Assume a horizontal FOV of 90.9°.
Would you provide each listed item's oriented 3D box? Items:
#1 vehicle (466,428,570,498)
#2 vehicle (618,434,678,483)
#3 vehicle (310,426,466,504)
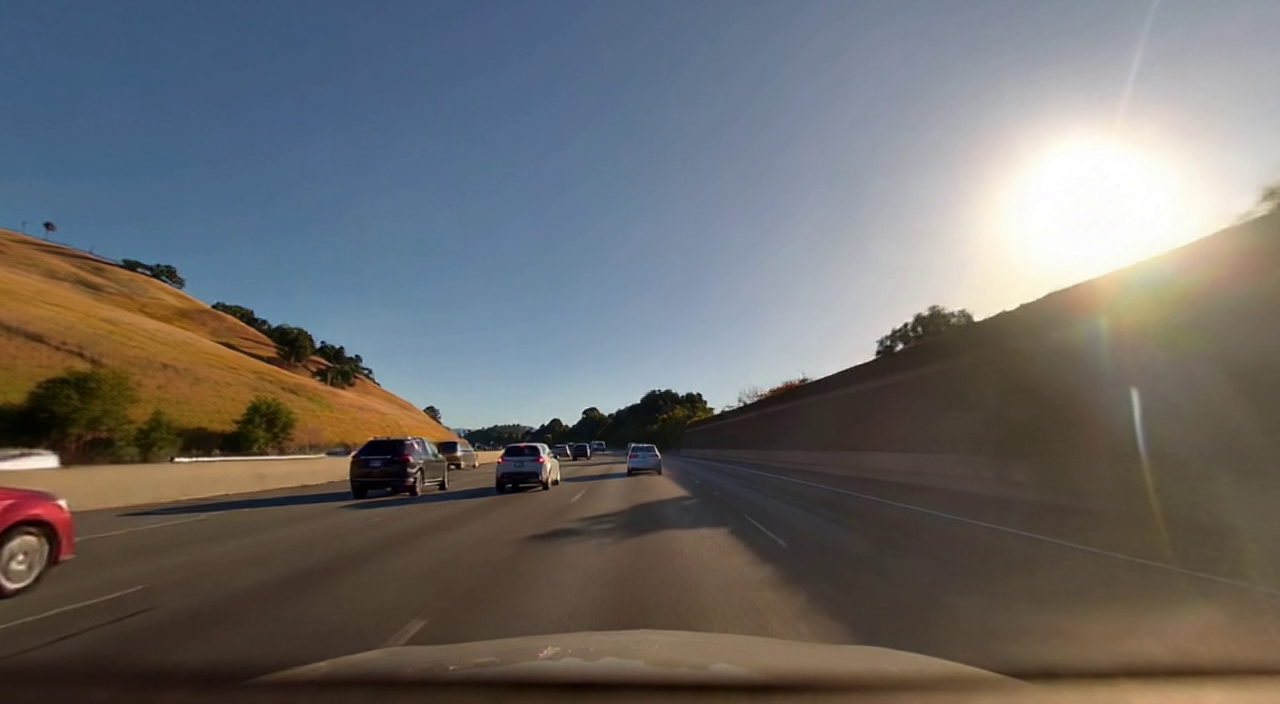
[{"bbox_3d":[-3.423,3.236,18.742,2.093,1.820,4.506,0,-9,1],"label":"vehicle"},{"bbox_3d":[0.286,4.312,25.824,2.233,1.804,4.273,0,-9,0],"label":"vehicle"},{"bbox_3d":[-6.808,3.111,17.839,2.108,1.856,5.214,0,-9,2],"label":"vehicle"}]
